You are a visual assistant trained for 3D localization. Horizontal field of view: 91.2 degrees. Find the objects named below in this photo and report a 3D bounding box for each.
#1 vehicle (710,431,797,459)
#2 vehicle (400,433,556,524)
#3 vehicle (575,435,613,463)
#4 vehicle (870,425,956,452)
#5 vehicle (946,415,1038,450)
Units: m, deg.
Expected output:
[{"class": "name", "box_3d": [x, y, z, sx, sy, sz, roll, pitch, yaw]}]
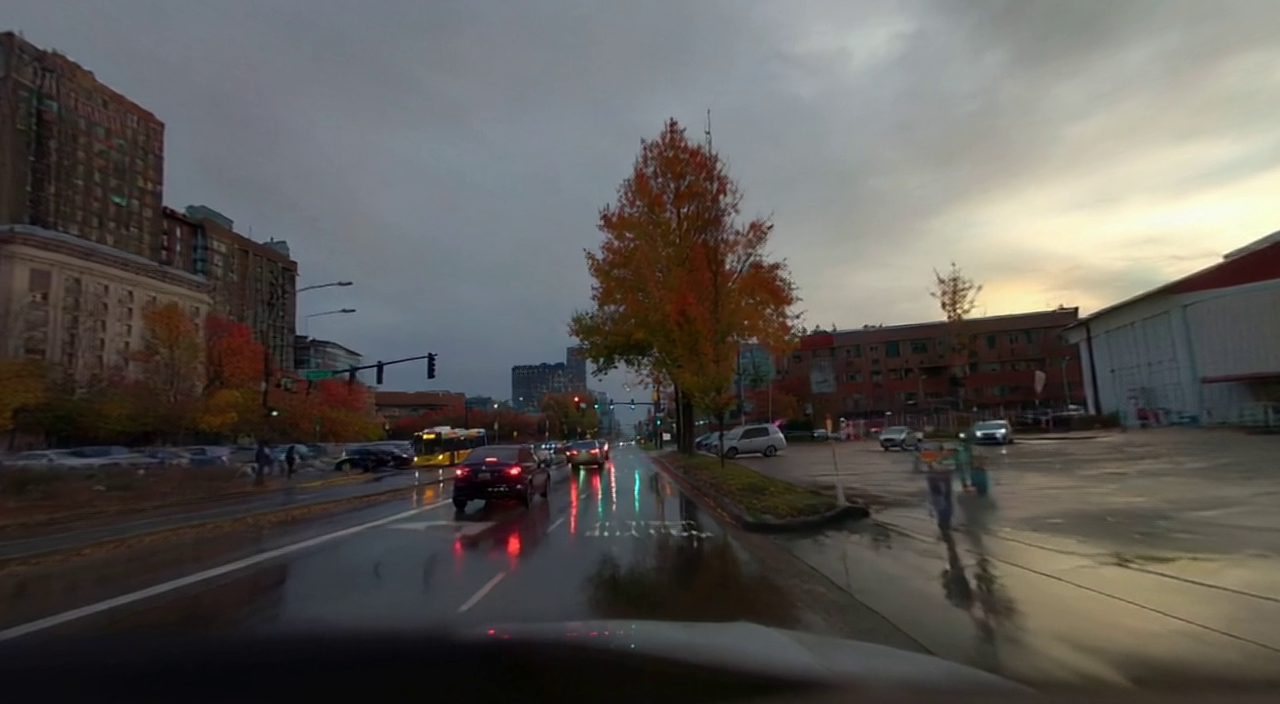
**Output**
[{"class": "vehicle", "box_3d": [6.939, 5.748, 38.728, 4.894, 1.451, 2.089, -3, -8, 0]}, {"class": "vehicle", "box_3d": [-3.005, 2.444, 12.642, 2.092, 1.507, 4.078, 0, -9, -1]}, {"class": "vehicle", "box_3d": [-3.021, 6.560, 42.420, 2.365, 1.751, 3.904, 0, -9, -1]}, {"class": "vehicle", "box_3d": [15.917, 5.085, 36.719, 4.064, 1.507, 2.078, 0, -9, 1]}, {"class": "vehicle", "box_3d": [20.580, 4.730, 36.721, 4.172, 1.687, 1.773, -4, -8, -2]}]
